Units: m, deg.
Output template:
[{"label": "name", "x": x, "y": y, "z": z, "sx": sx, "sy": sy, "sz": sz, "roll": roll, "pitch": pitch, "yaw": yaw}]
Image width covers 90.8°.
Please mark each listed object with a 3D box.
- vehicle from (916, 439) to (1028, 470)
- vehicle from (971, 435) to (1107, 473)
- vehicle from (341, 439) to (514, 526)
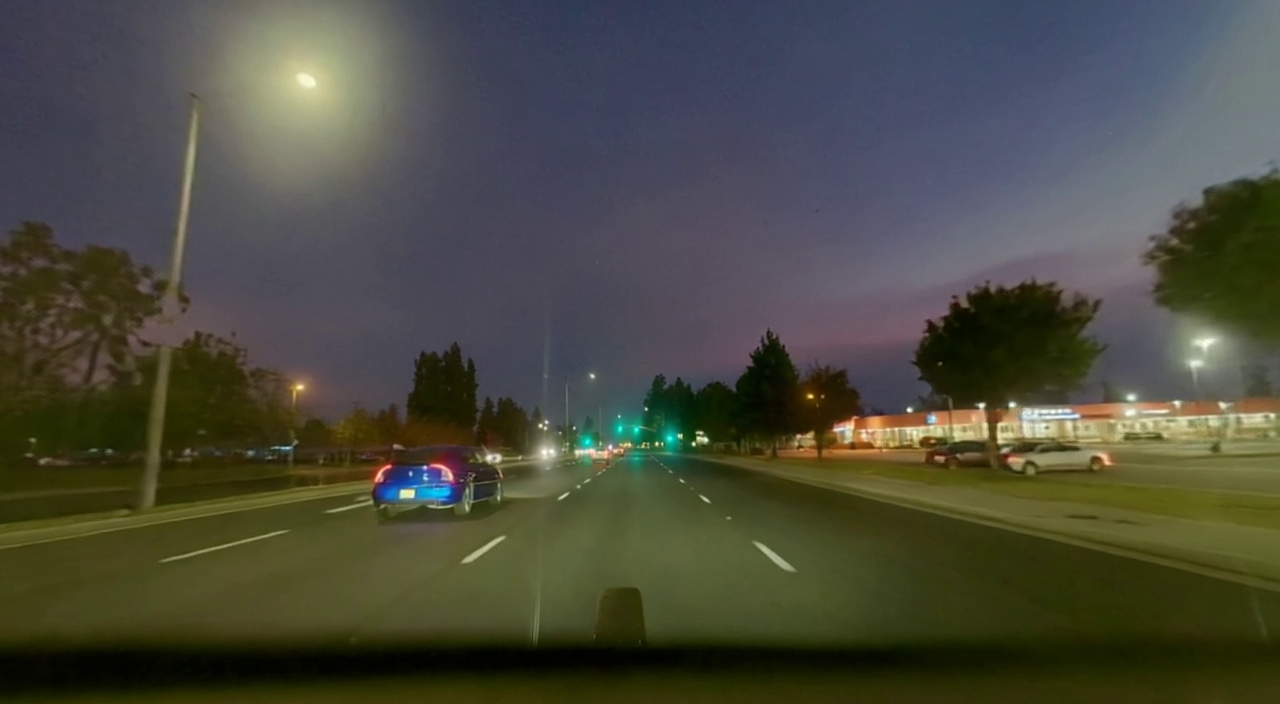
[{"label": "vehicle", "x": 16.332, "y": 5.063, "z": 31.246, "sx": 4.429, "sy": 1.459, "sz": 1.967, "roll": 0, "pitch": -9, "yaw": 1}, {"label": "vehicle", "x": 16.102, "y": 4.141, "z": 25.672, "sx": 4.197, "sy": 1.466, "sz": 1.930, "roll": 0, "pitch": -9, "yaw": -2}, {"label": "vehicle", "x": -4.085, "y": 2.571, "z": 13.073, "sx": 2.003, "sy": 1.454, "sz": 4.484, "roll": 0, "pitch": -9, "yaw": 0}]
